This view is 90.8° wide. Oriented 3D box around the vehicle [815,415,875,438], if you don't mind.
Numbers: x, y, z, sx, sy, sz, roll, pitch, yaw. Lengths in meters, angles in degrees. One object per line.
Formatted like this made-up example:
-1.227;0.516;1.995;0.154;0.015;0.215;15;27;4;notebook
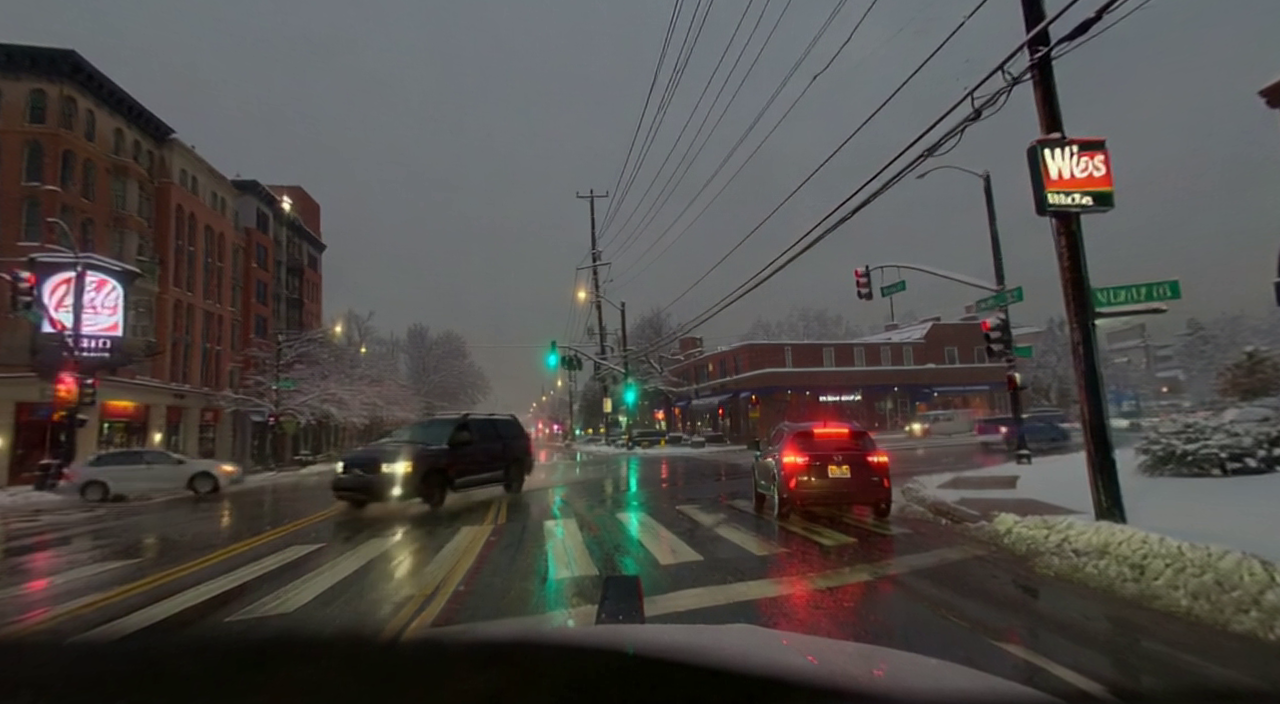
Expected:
16.041;5.856;49.418;4.589;1.730;1.801;4;-9;-31;vehicle

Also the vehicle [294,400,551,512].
-4.473;2.302;14.342;2.374;1.985;5.588;-4;-9;21;vehicle

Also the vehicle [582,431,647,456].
-1.916;6.740;46.538;4.506;1.733;1.857;1;-9;-11;vehicle

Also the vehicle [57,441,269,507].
-13.111;3.284;17.548;2.166;1.579;4.300;-9;-12;44;vehicle

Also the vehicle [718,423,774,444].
7.587;5.878;45.386;1.866;1.430;3.901;5;-10;-31;vehicle

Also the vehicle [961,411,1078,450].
15.804;3.285;26.258;4.707;1.487;1.907;4;-9;-28;vehicle

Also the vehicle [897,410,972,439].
19.258;4.772;41.266;4.474;1.788;2.039;4;-10;-28;vehicle

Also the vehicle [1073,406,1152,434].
26.720;3.904;35.698;4.433;1.453;1.804;4;-10;-29;vehicle
